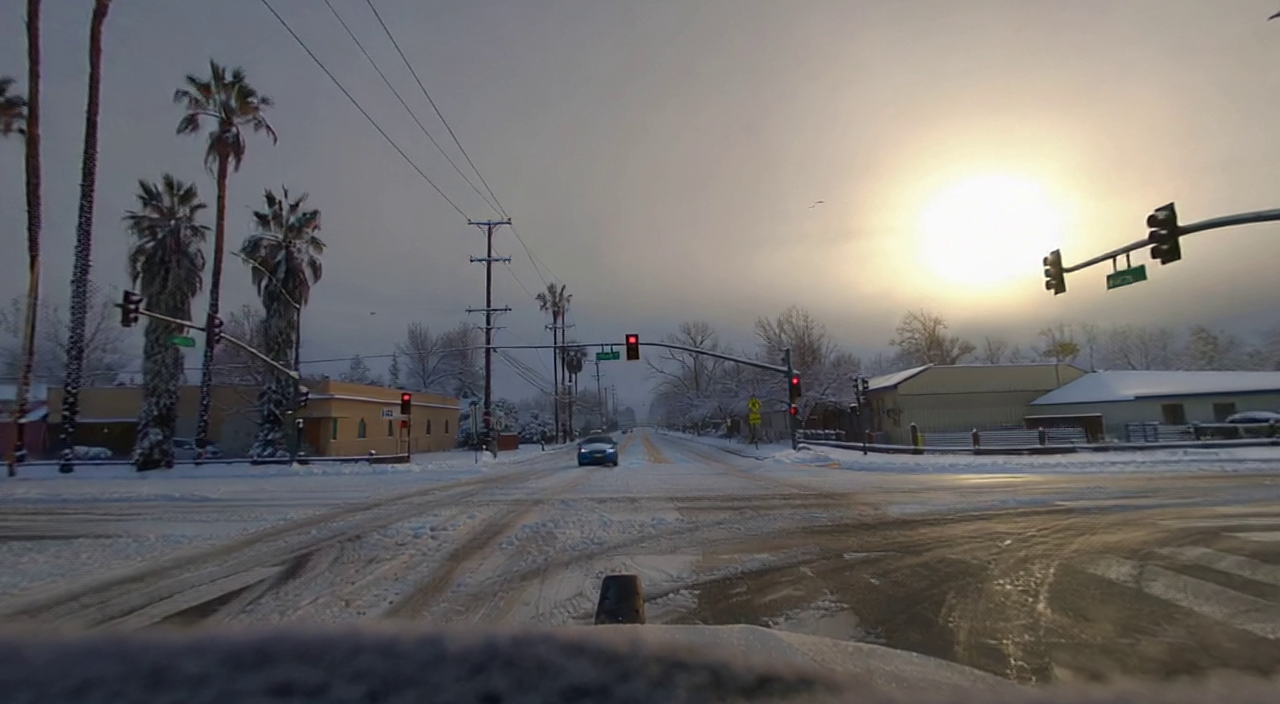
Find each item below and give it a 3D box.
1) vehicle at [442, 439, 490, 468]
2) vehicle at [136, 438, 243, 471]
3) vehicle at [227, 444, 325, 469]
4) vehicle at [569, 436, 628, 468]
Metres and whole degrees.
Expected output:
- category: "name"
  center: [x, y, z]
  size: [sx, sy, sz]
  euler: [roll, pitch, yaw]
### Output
- category: "vehicle"
  center: [-11.965, 6.986, 43.718]
  size: [2.016, 1.717, 4.287]
  euler: [-2, -7, 1]
- category: "vehicle"
  center: [-25.911, 5.920, 36.457]
  size: [4.613, 1.820, 2.021]
  euler: [-1, -9, 3]
- category: "vehicle"
  center: [-22.299, 6.422, 38.842]
  size: [4.849, 1.444, 1.881]
  euler: [0, -8, 1]
- category: "vehicle"
  center: [-2.230, 5.110, 32.515]
  size: [2.223, 1.490, 5.094]
  euler: [2, -9, -12]
